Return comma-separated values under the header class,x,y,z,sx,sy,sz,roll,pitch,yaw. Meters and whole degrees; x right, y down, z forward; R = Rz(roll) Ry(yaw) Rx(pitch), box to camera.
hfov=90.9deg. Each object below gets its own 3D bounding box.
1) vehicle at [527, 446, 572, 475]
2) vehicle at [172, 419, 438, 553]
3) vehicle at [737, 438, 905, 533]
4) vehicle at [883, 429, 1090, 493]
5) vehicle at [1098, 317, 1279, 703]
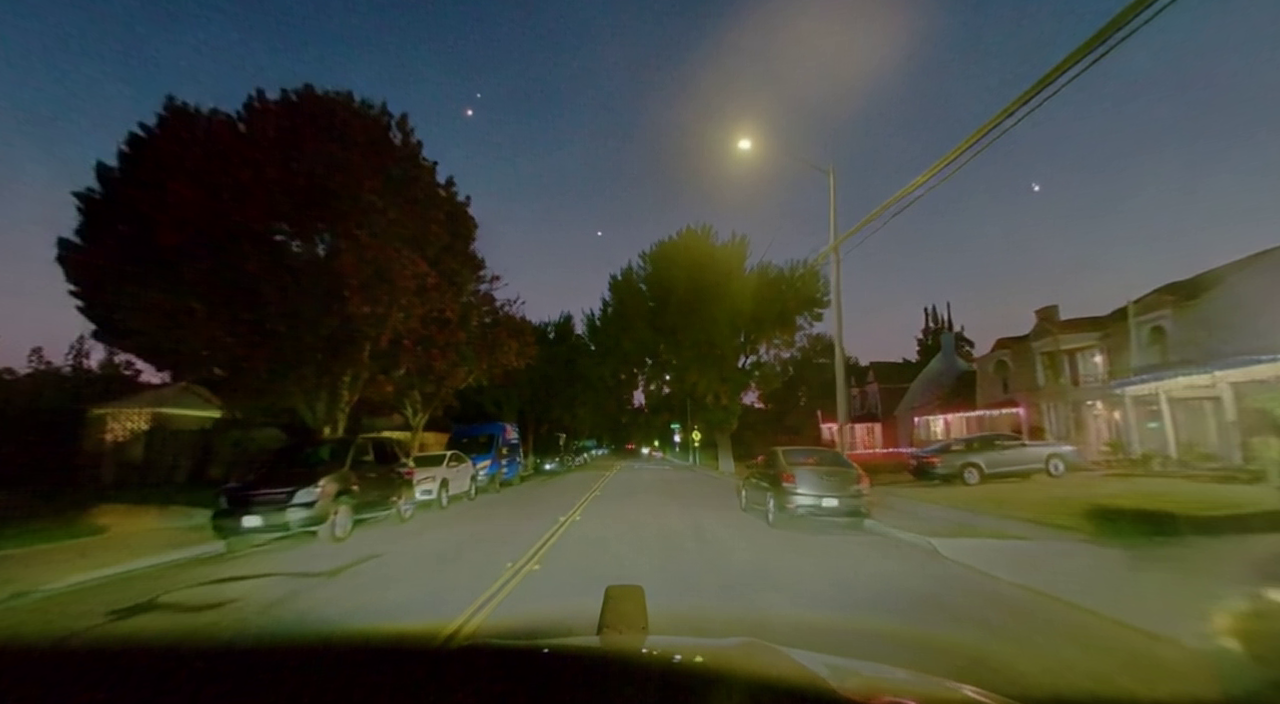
class,x,y,z,sx,sy,sz,roll,pitch,yaw
vehicle,-5.187,6.283,36.741,2.038,1.571,4.524,0,-8,-1
vehicle,-5.424,2.205,11.133,2.090,1.855,4.494,0,-8,2
vehicle,3.275,2.496,12.488,1.945,1.514,4.552,0,-8,0
vehicle,9.218,2.916,17.054,4.365,1.597,2.112,1,-8,-5
vehicle,3.040,0.540,0.307,2.172,1.764,4.685,0,-8,2
